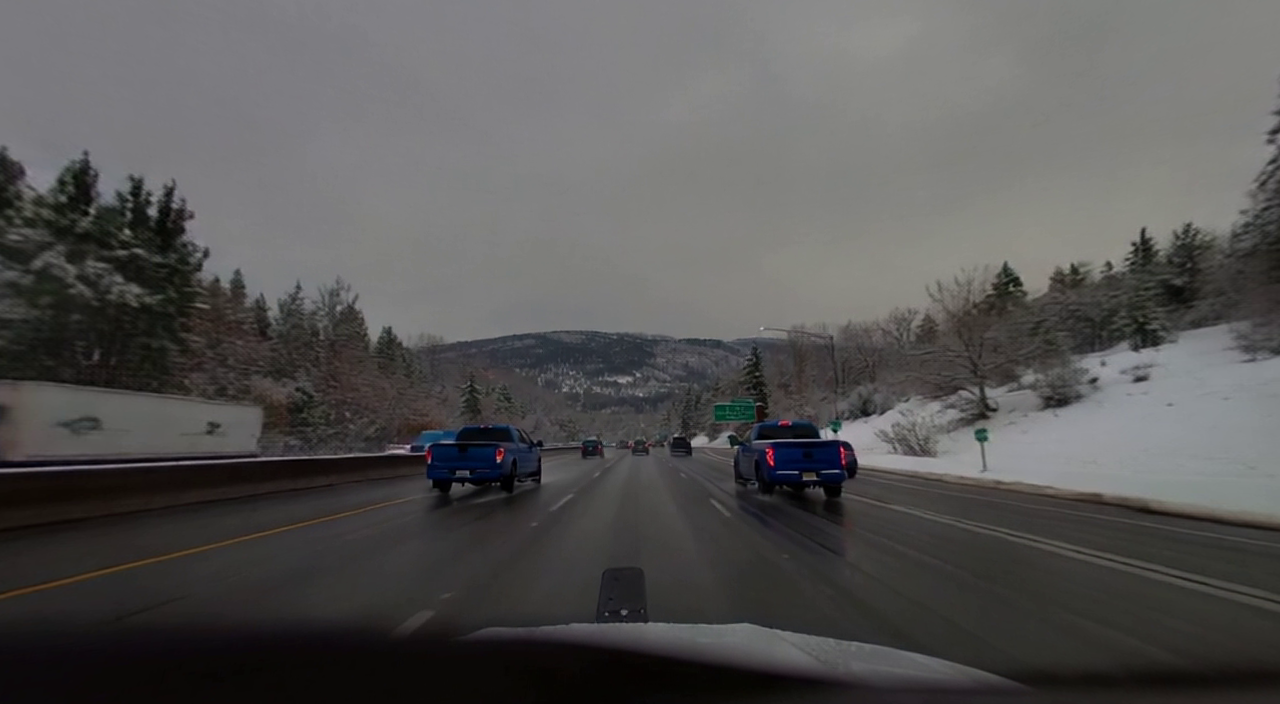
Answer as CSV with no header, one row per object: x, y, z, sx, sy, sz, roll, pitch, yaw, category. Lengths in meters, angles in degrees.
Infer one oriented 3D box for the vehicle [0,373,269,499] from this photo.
-24.330,4.189,30.421,2.923,4.450,16.456,-1,-9,0,vehicle

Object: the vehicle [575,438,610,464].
-3.441,7.275,46.642,2.235,1.785,4.386,0,-8,1,vehicle

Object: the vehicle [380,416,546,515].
-3.747,2.530,14.599,2.227,1.853,5.161,0,-8,1,vehicle

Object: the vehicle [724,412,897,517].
3.594,2.530,14.761,2.424,1.952,5.611,0,-8,-1,vehicle
